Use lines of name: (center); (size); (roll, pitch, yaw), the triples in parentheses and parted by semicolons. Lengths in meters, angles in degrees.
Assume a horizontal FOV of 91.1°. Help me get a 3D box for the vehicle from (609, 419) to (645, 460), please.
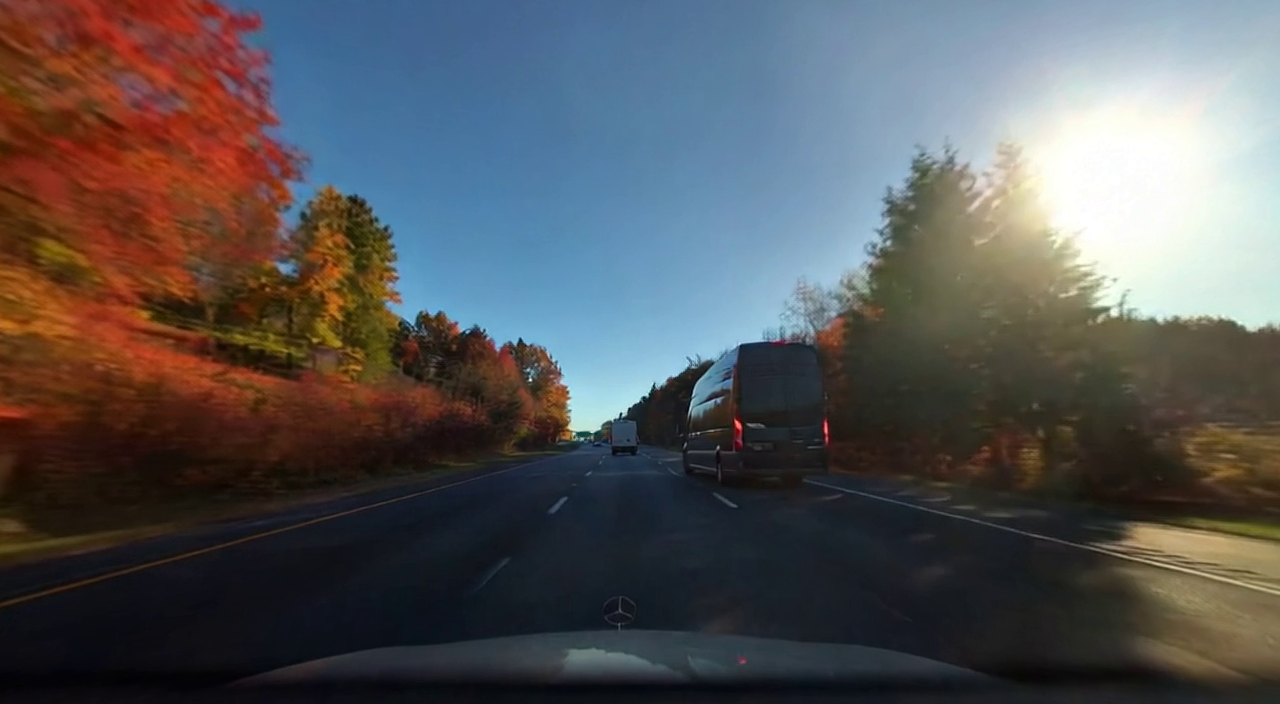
vehicle: (-0.880, 6.057, 43.677); (2.389, 2.637, 5.437); (0, -8, -1)

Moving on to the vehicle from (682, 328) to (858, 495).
vehicle: (3.627, 2.322, 22.146); (3.128, 4.087, 13.351); (0, -8, -1)
